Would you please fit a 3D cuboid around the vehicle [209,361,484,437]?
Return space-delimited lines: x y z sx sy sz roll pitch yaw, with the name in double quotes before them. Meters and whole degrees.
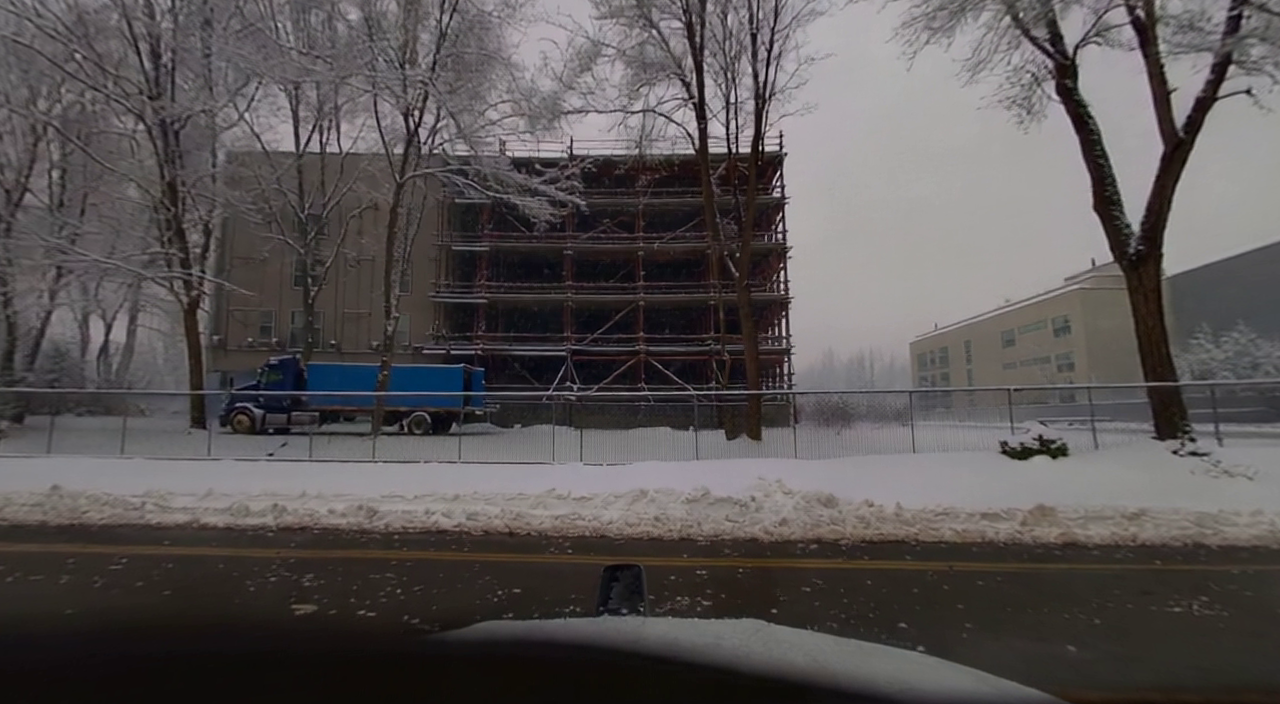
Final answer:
"vehicle" -16.527 2.811 36.559 14.067 4.099 2.832 1 -9 -6
